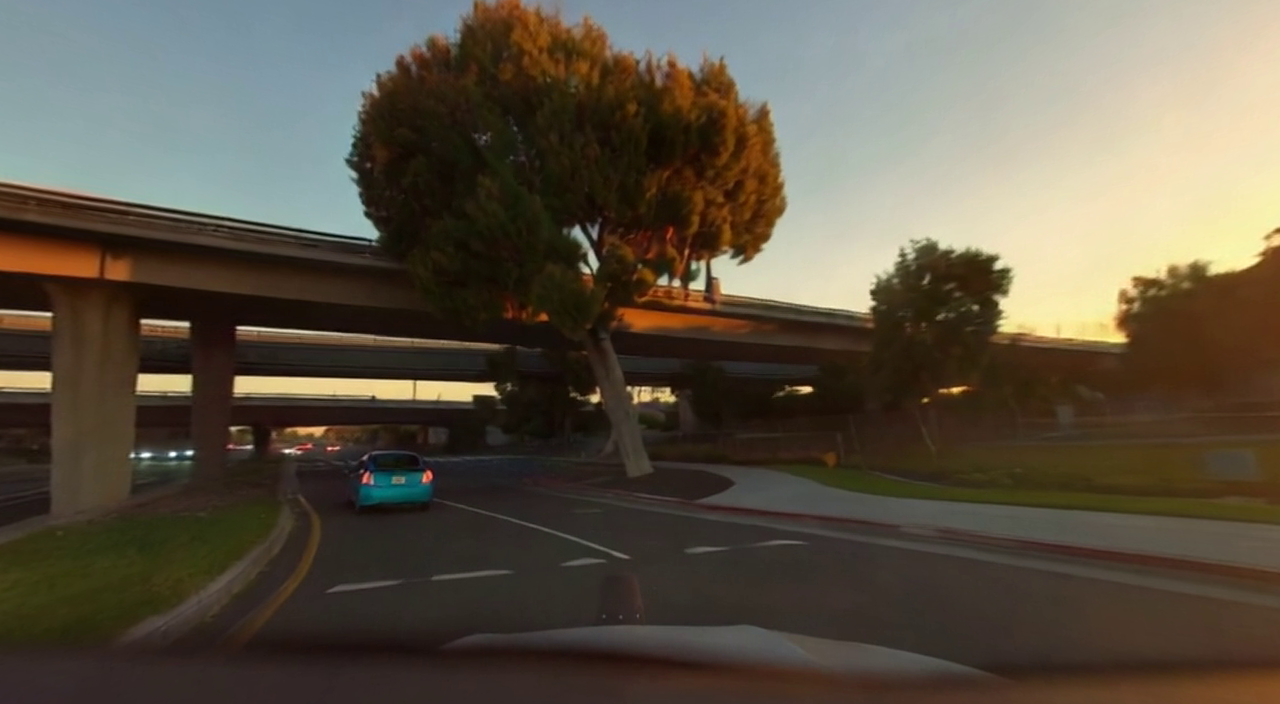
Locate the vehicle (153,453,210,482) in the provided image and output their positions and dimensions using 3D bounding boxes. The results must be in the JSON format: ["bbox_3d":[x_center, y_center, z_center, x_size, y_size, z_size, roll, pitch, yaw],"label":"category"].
[{"bbox_3d":[-27.747,6.955,38.253,2.009,1.523,4.641,4,-10,-27],"label":"vehicle"}]

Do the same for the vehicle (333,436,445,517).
[{"bbox_3d":[-5.927,2.773,14.610,1.976,1.584,3.772,4,-10,-27],"label":"vehicle"}]
